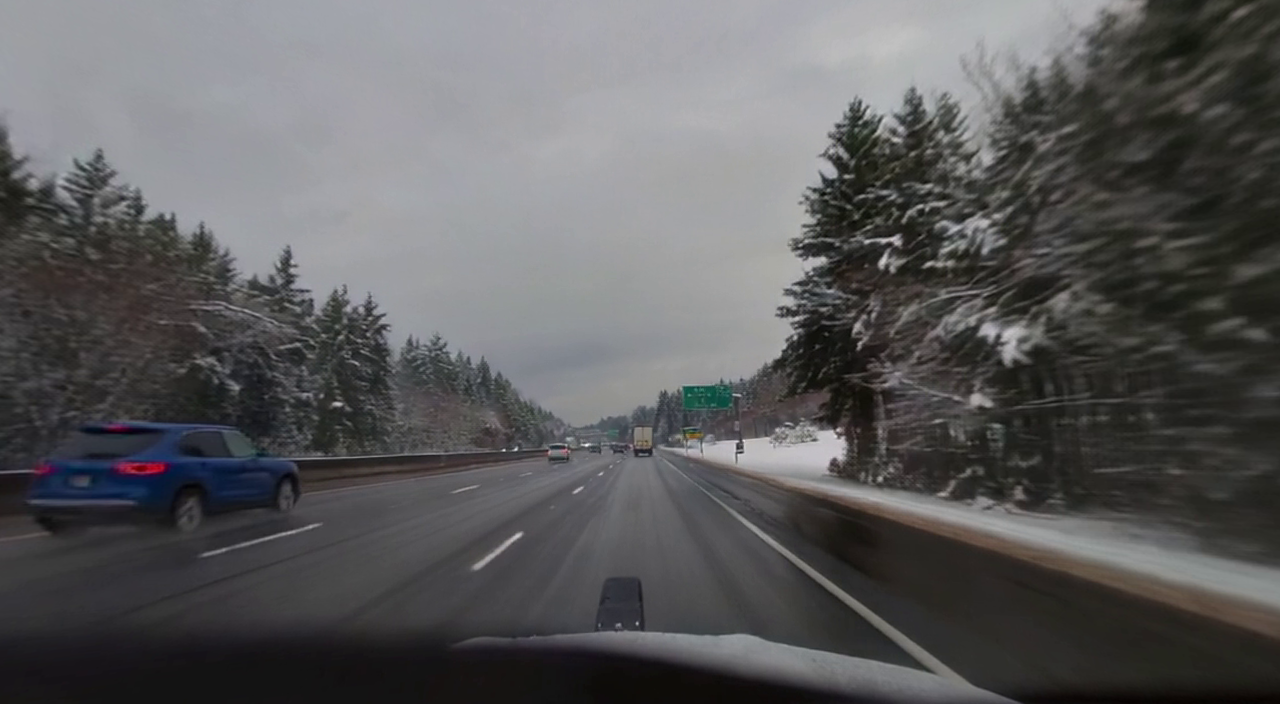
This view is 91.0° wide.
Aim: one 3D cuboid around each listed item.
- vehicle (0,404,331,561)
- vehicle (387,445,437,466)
[{"bbox_3d":[-7.119,1.860,9.720,2.253,1.815,4.618,0,-8,1],"label":"vehicle"},{"bbox_3d":[-17.515,7.995,48.660,2.002,1.515,4.650,0,-8,1],"label":"vehicle"}]
